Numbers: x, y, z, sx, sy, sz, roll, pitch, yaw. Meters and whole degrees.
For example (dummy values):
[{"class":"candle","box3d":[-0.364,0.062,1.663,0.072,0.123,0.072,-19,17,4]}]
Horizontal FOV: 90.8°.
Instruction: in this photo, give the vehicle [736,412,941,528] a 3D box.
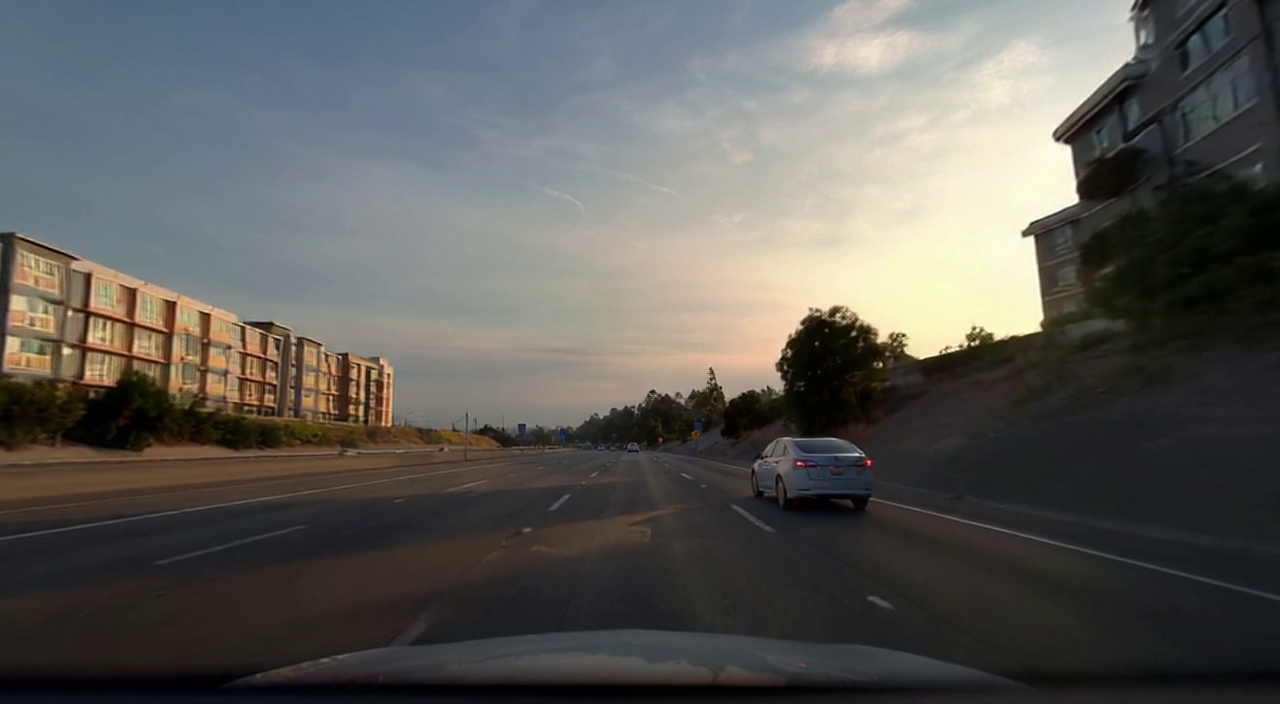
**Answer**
[{"class":"vehicle","box3d":[3.448,2.193,12.312,2.212,1.753,5.064,0,-9,-2]}]
